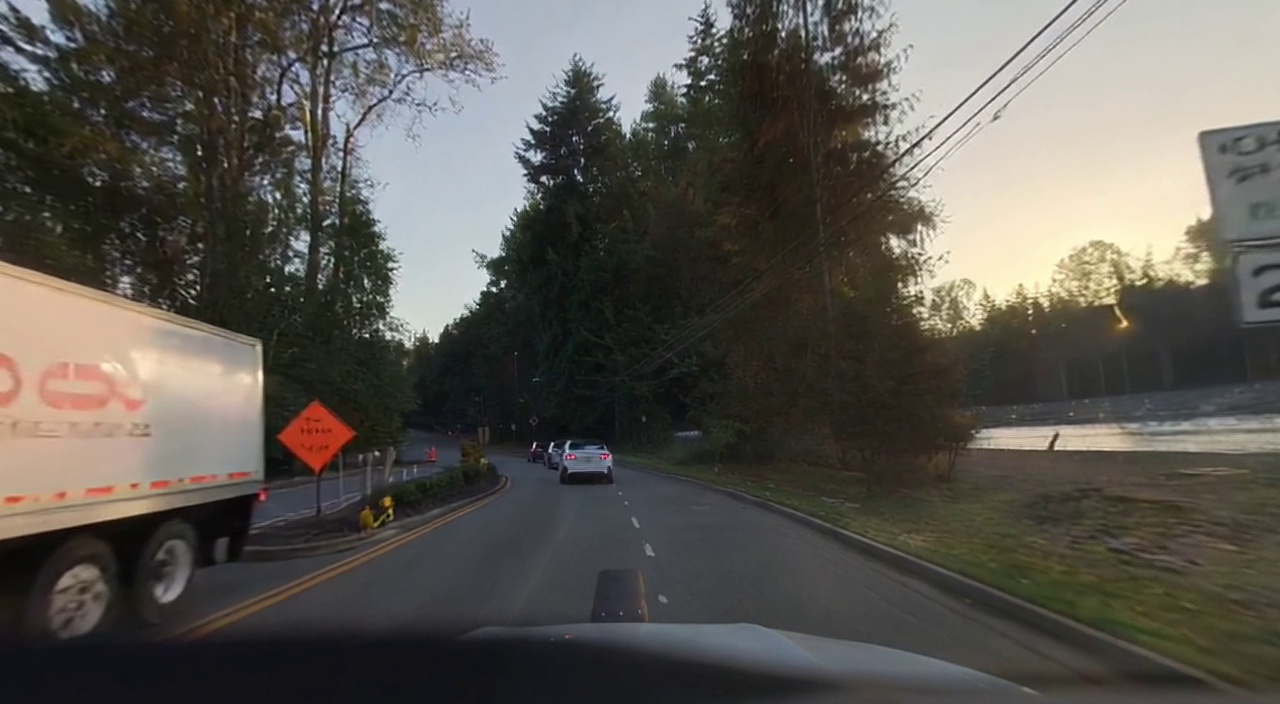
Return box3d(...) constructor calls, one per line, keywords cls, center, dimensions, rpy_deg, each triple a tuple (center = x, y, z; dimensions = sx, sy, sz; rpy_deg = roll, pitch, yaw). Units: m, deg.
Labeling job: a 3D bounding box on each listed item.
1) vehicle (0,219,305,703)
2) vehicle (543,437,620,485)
box3d(cls="vehicle", center=(-3.599, 0.456, 1.590), dimensions=(2.671, 2.053, 6.074), rpy_deg=(1, -8, -6))
box3d(cls="vehicle", center=(-2.143, 3.726, 21.963), dimensions=(2.186, 1.463, 4.356), rpy_deg=(2, -8, -11))
